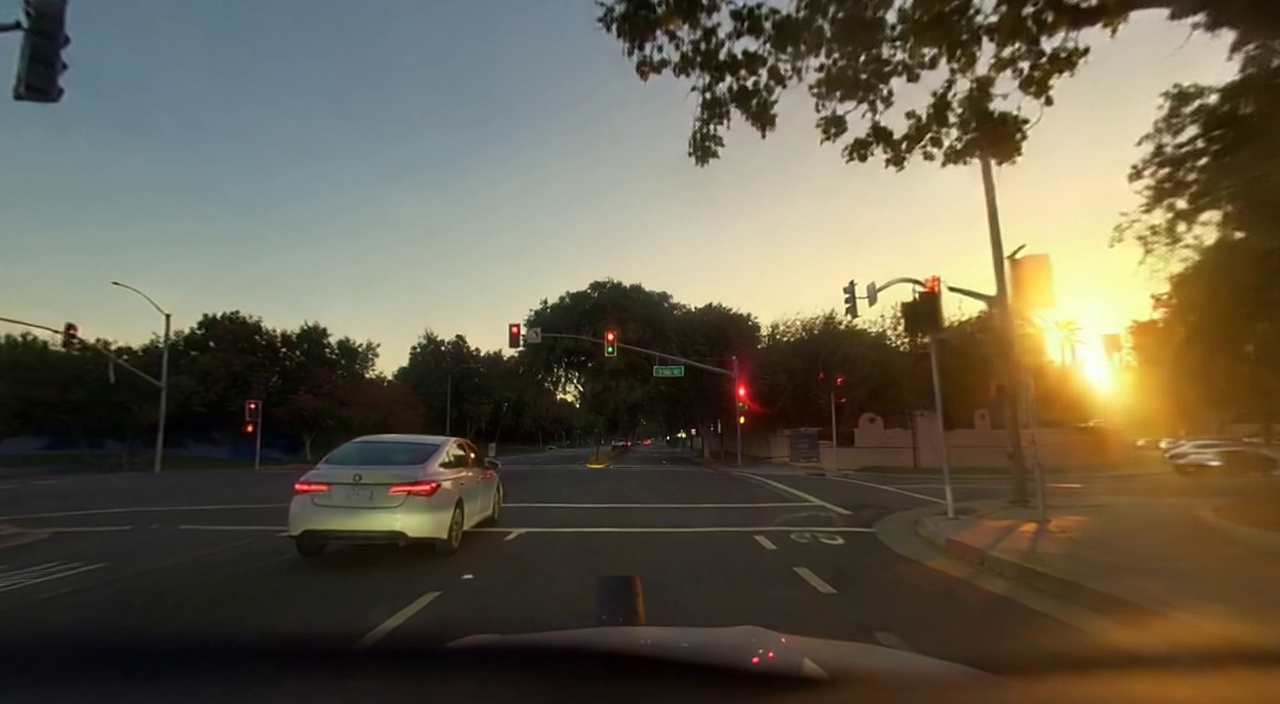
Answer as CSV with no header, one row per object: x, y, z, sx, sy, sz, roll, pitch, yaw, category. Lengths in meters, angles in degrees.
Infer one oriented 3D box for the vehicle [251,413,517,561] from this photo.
-3.247,1.810,9.225,2.076,1.599,4.483,0,-9,-1,vehicle
